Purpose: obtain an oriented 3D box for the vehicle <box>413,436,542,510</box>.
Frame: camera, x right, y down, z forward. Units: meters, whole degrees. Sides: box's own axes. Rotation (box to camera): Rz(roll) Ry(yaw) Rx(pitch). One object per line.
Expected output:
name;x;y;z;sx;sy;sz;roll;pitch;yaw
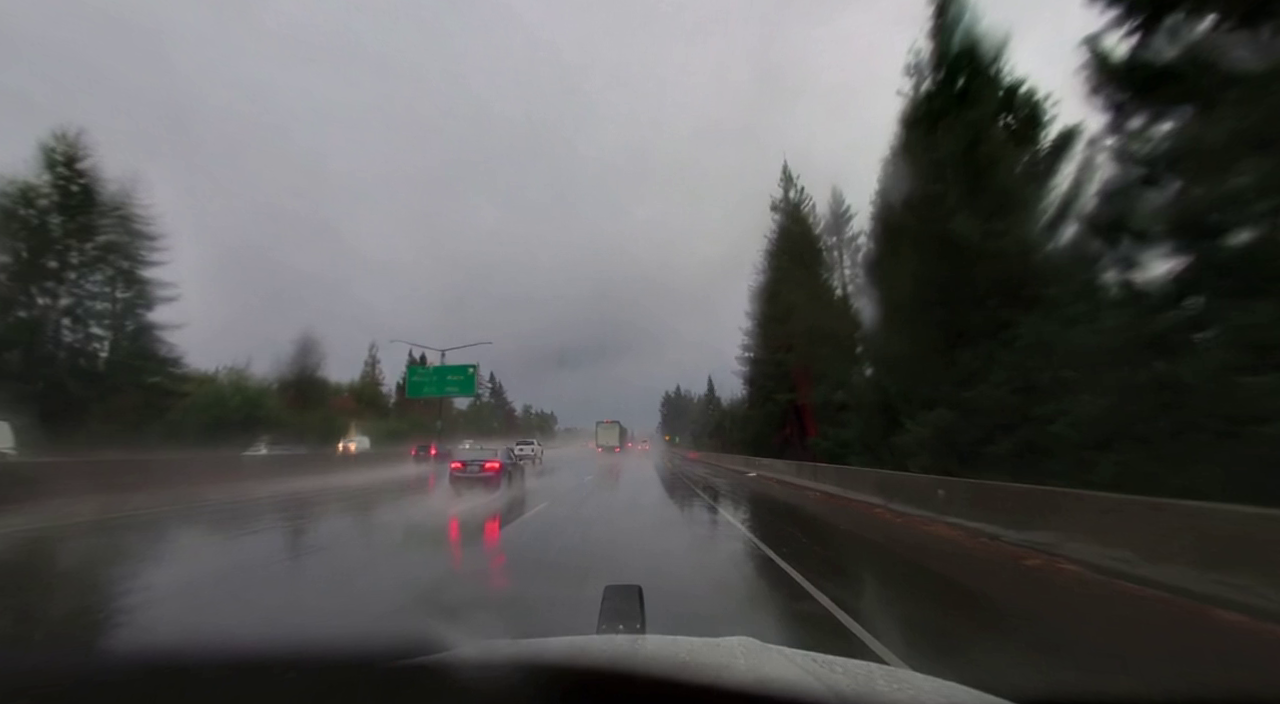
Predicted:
vehicle;-3.733;2.840;15.290;1.931;1.528;4.126;0;-9;1
